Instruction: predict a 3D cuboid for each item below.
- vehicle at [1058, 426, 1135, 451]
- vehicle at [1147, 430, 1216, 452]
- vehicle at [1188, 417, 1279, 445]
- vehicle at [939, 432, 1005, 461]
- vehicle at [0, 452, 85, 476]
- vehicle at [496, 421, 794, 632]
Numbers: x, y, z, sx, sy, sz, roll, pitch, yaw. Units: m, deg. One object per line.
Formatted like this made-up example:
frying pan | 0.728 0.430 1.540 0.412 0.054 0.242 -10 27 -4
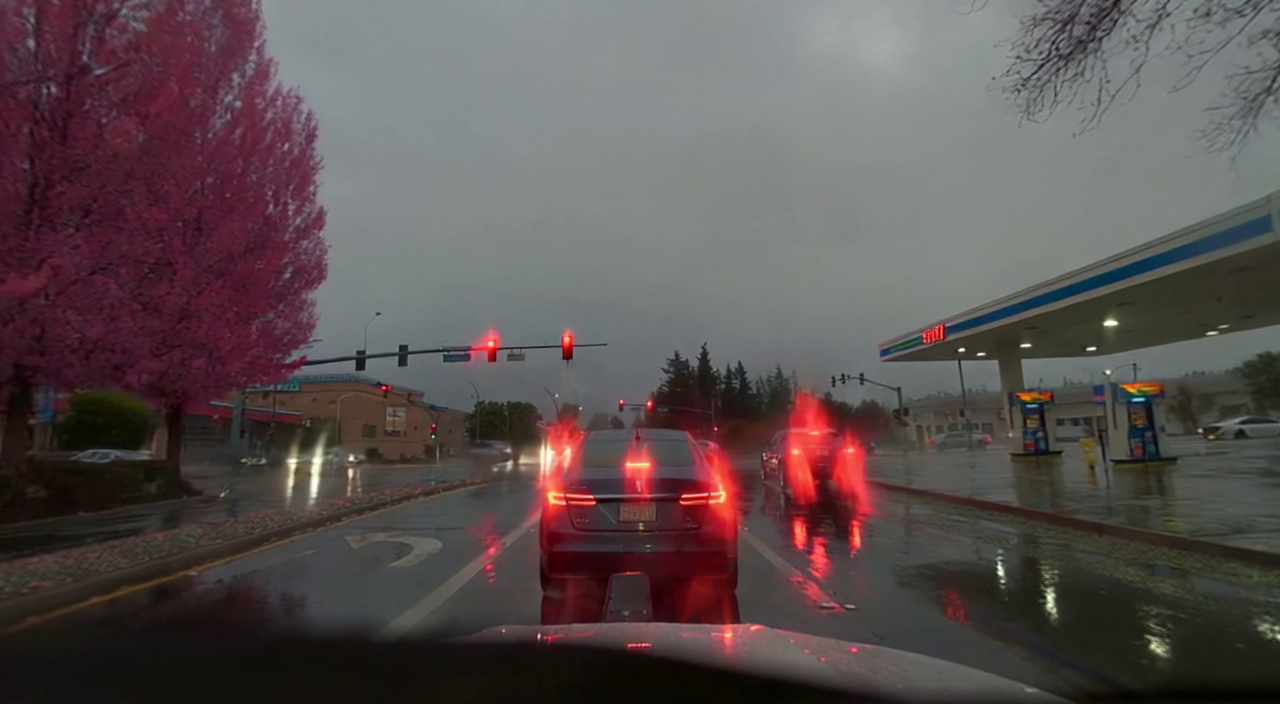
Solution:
vehicle | 34.649 6.590 47.895 4.294 1.557 1.744 -4 -8 1
vehicle | 40.951 6.719 47.703 3.573 1.432 1.604 -3 -8 1
vehicle | 36.324 4.856 38.477 1.848 1.581 4.475 -1 -8 3
vehicle | 18.395 5.235 34.851 2.053 1.495 4.091 -8 -12 44
vehicle | -39.296 7.209 40.685 4.813 1.455 1.889 5 -10 -32
vehicle | 0.018 1.539 6.573 2.112 1.482 4.057 0 -8 -1
